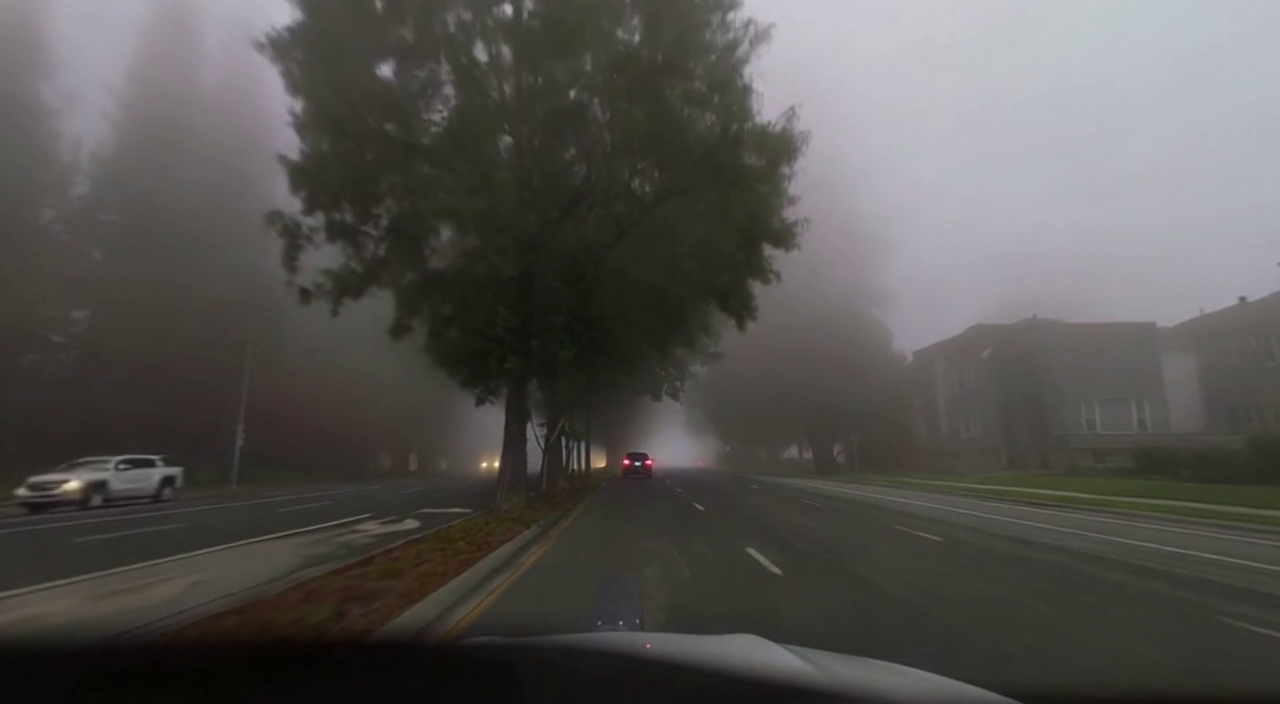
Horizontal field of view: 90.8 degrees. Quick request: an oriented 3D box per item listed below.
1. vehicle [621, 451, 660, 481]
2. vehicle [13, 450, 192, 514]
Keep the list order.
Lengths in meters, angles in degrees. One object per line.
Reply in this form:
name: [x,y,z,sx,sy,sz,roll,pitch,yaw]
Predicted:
vehicle: [0.066,6.331,35.355,2.093,1.591,4.247,0,-9,1]
vehicle: [-18.481,4.438,22.125,2.048,1.955,4.692,0,-9,0]
